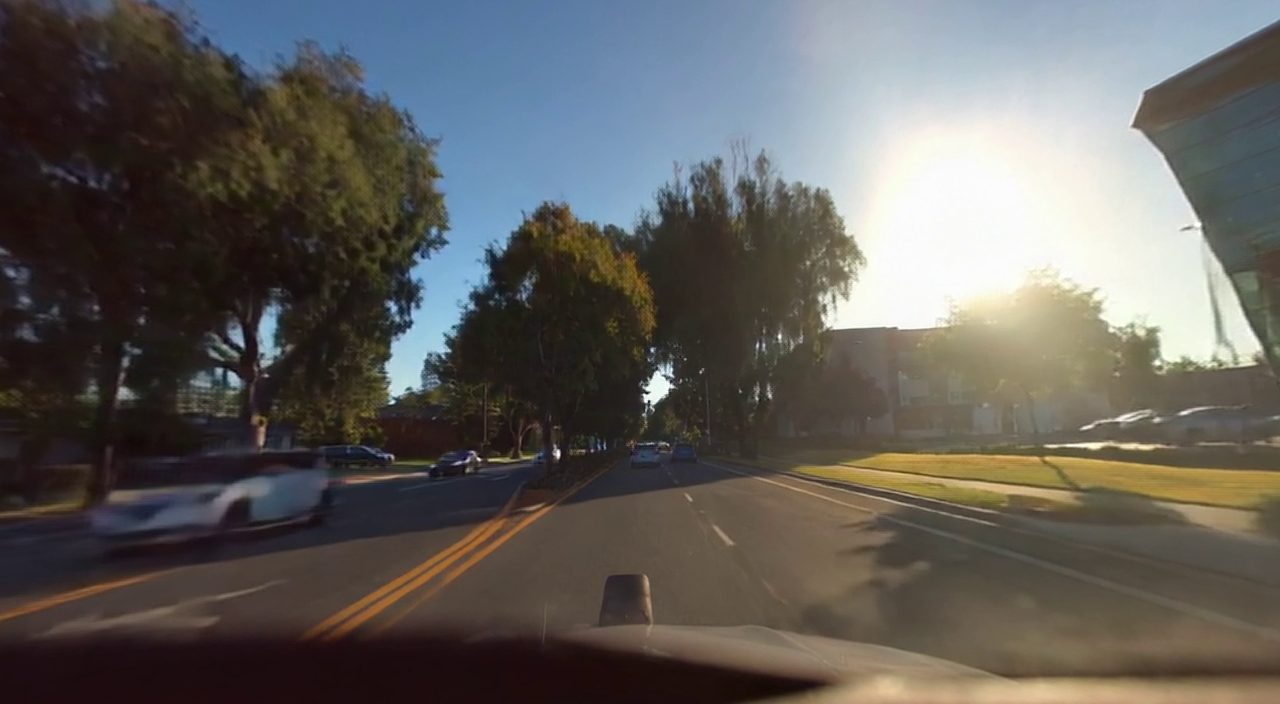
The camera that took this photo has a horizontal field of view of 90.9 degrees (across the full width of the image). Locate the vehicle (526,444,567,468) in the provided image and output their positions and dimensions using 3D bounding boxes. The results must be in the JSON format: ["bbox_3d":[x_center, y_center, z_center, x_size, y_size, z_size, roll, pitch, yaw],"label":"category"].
[{"bbox_3d":[-6.331,7.068,43.033,2.020,1.512,4.296,0,-8,1],"label":"vehicle"}]

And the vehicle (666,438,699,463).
[{"bbox_3d":[3.240,7.582,48.522,2.189,1.766,4.495,0,-8,0],"label":"vehicle"}]

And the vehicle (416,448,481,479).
[{"bbox_3d":[-9.950,5.794,33.149,1.932,1.484,4.683,0,-8,1],"label":"vehicle"}]

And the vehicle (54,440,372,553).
[{"bbox_3d":[-6.748,2.289,10.857,2.081,1.477,4.760,0,-8,1],"label":"vehicle"}]

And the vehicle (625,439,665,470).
[{"bbox_3d":[0.234,5.659,34.977,2.109,1.612,3.963,0,-8,-1],"label":"vehicle"}]
